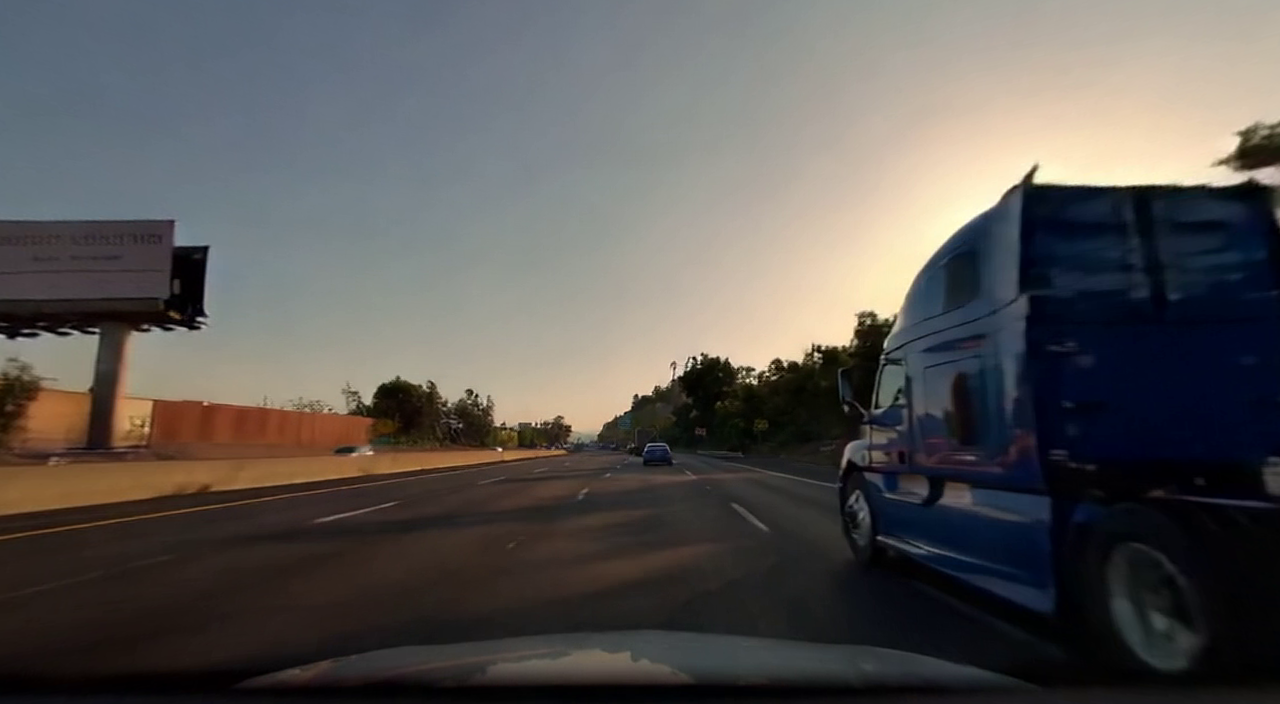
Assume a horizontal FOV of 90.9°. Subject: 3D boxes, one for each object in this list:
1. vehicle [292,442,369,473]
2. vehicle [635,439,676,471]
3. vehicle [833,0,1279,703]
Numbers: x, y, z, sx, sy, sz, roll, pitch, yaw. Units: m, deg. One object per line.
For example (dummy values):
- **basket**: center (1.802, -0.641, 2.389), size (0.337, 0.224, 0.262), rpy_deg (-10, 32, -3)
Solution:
- **vehicle**: center (-17.030, 5.795, 34.977), size (1.888, 1.562, 4.490), rpy_deg (0, -8, 1)
- **vehicle**: center (0.761, 5.411, 33.373), size (2.042, 1.528, 4.300), rpy_deg (0, -8, 0)
- **vehicle**: center (4.069, -0.074, 3.848), size (3.071, 3.888, 8.330), rpy_deg (0, -8, 0)
